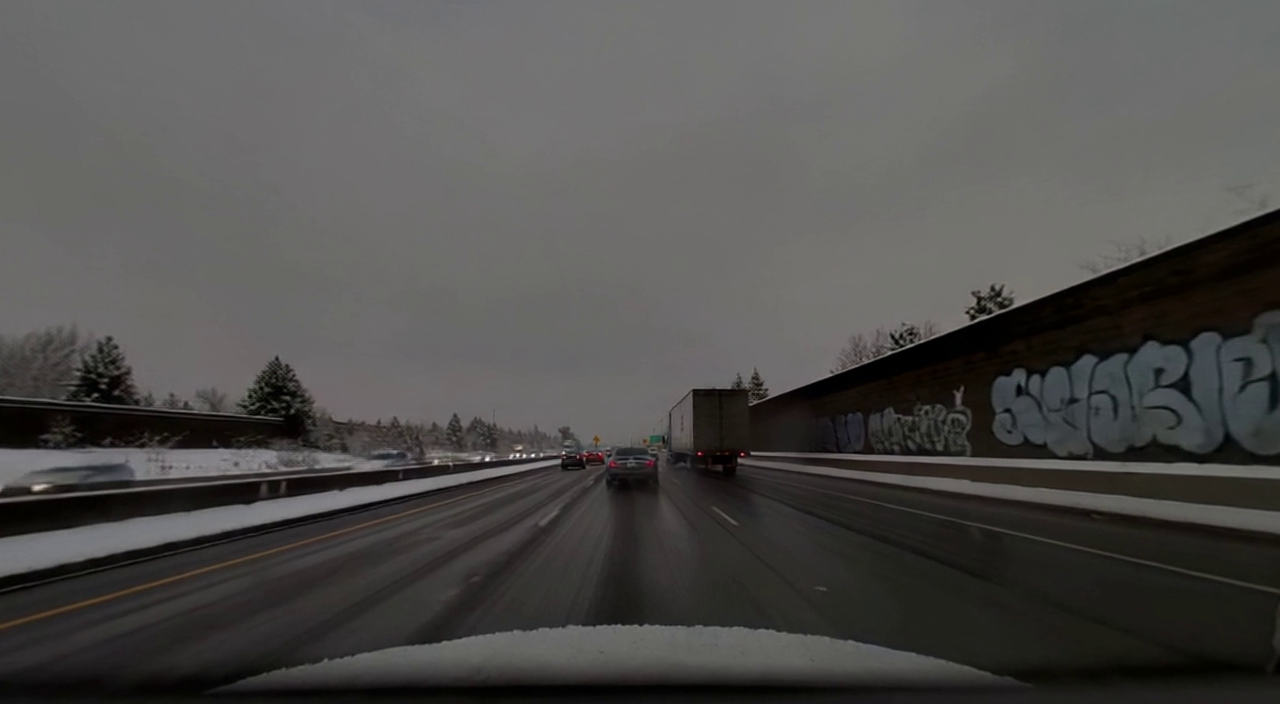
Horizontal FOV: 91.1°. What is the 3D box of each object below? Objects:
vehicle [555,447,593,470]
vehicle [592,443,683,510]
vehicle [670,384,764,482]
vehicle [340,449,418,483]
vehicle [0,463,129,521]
[{"bbox_3d":[-4.395,7.196,42.713,2.067,1.481,4.085,-1,-9,1],"label":"vehicle"},{"bbox_3d":[-0.096,3.111,16.248,2.033,1.468,4.015,0,-9,-1],"label":"vehicle"},{"bbox_3d":[3.544,4.437,33.365,2.902,4.014,14.446,0,-9,-1],"label":"vehicle"},{"bbox_3d":[-12.656,5.532,30.860,1.927,1.477,4.508,0,-9,0],"label":"vehicle"},{"bbox_3d":[-18.043,4.124,18.809,1.738,1.426,4.342,-1,-9,2],"label":"vehicle"}]
